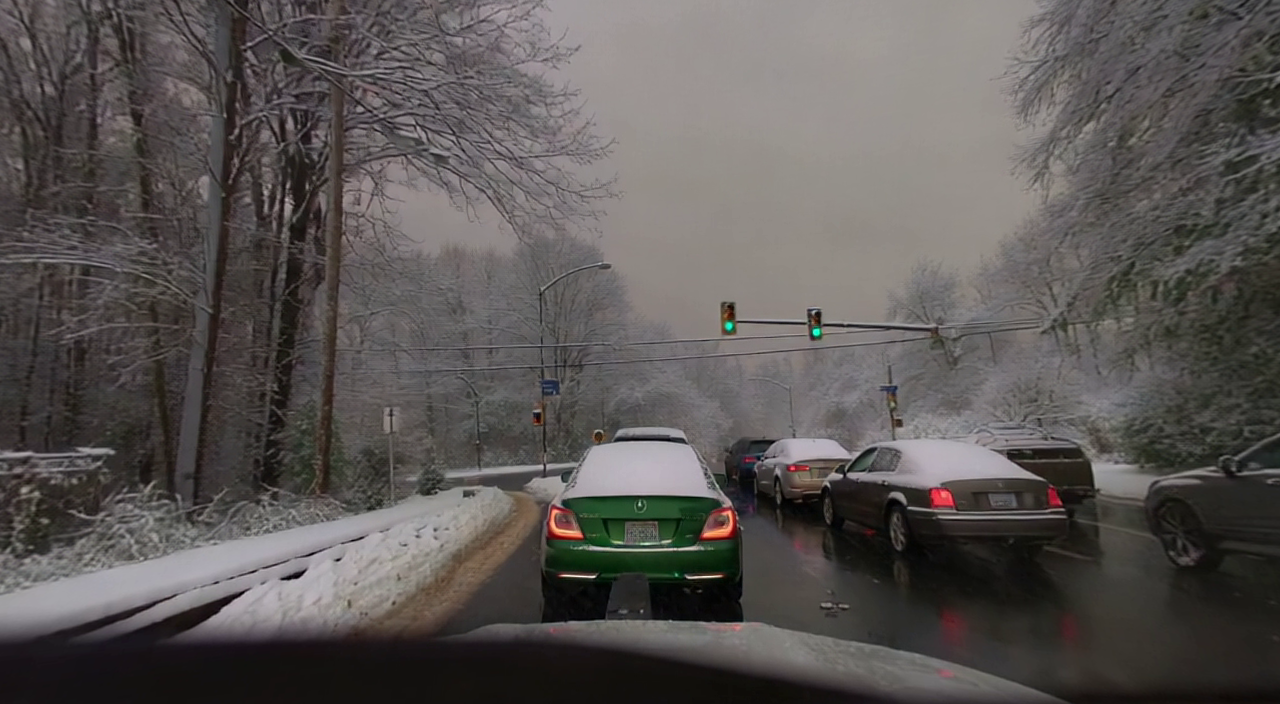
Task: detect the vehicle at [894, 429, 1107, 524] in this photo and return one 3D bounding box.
[{"bbox_3d":[7.020,2.463,12.901,1.923,1.611,4.094,0,-9,0],"label":"vehicle"}]

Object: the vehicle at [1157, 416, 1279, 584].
[{"bbox_3d":[6.939,1.336,5.568,1.783,1.572,3.421,0,-9,1],"label":"vehicle"}]

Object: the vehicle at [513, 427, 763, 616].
[{"bbox_3d":[0.008,1.678,7.102,2.015,1.502,3.898,0,-9,1],"label":"vehicle"}]

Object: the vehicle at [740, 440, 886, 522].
[{"bbox_3d":[3.525,2.720,13.820,1.934,1.494,4.446,0,-9,0],"label":"vehicle"}]
